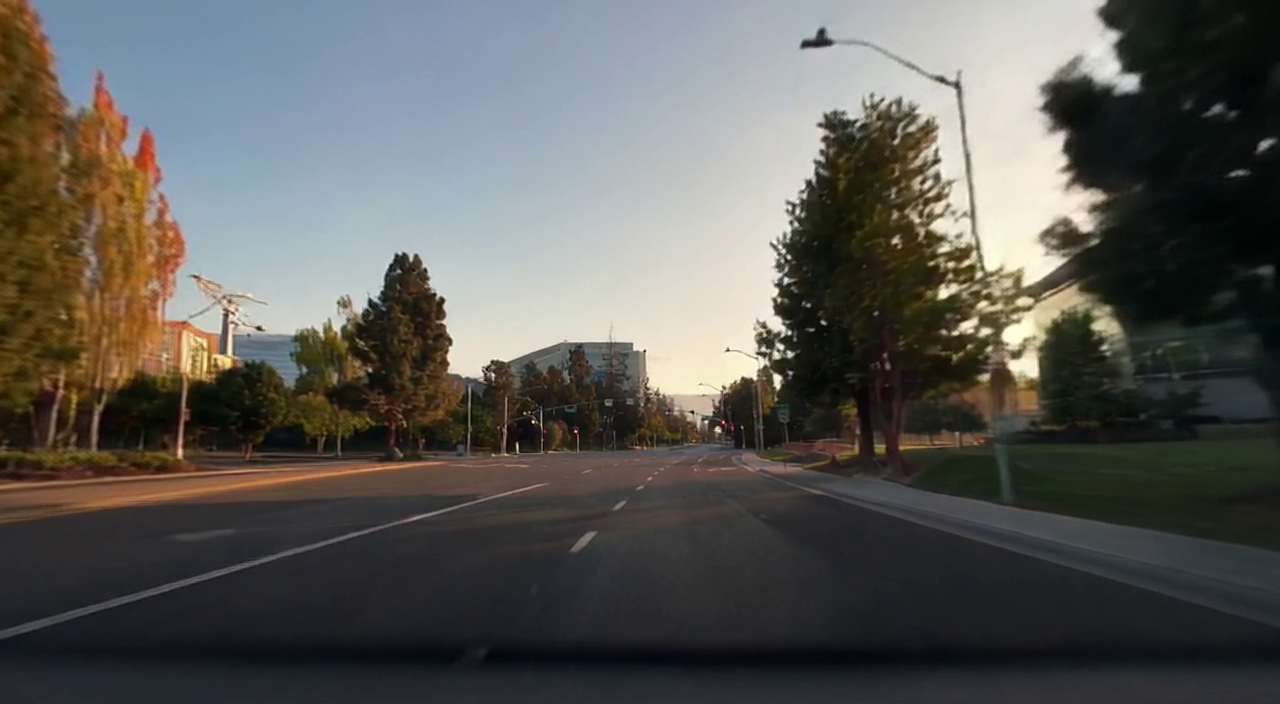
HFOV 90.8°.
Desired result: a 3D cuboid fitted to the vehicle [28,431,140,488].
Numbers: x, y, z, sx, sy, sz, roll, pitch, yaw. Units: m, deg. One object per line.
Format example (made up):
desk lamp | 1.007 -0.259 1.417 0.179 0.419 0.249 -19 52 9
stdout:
vehicle | -26.063 5.014 29.753 2.249 2.488 3.048 -3 -8 10
